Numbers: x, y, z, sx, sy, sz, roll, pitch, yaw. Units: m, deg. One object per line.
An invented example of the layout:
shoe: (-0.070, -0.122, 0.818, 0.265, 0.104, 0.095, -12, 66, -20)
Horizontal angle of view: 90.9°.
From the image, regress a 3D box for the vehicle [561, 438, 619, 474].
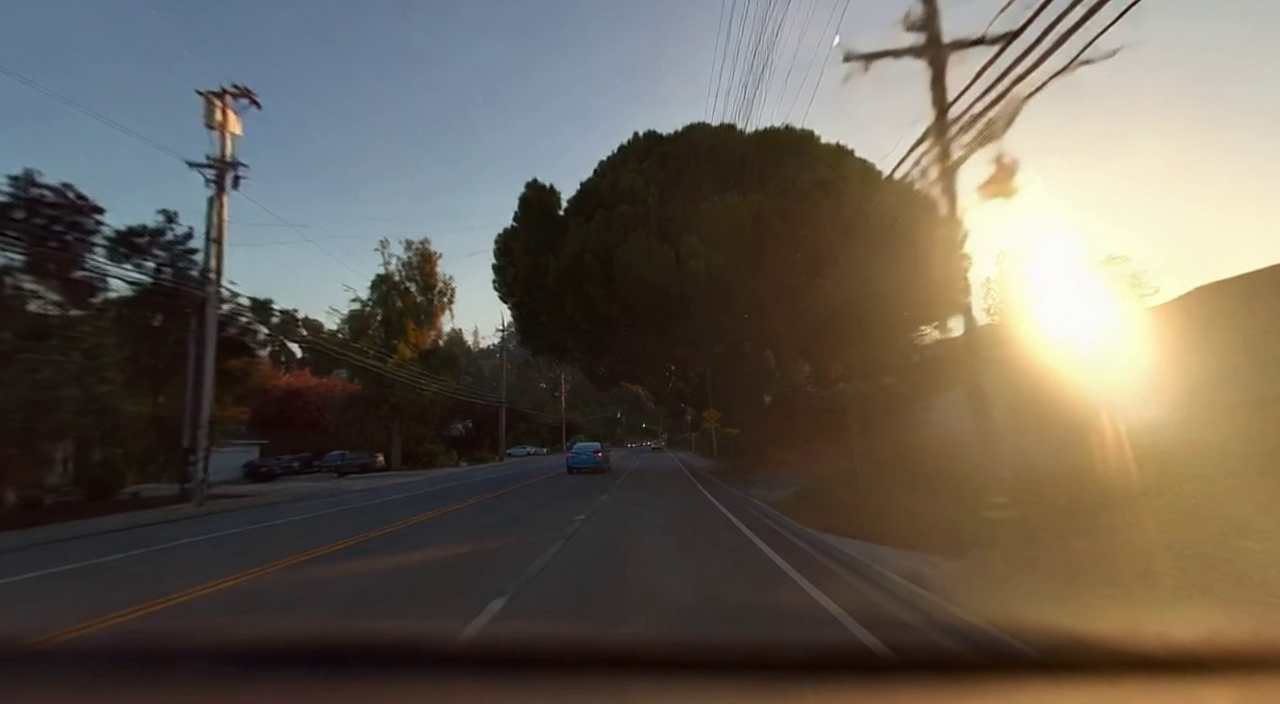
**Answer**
vehicle: (-2.213, 4.784, 29.357, 2.085, 1.512, 5.023, 0, -8, 2)

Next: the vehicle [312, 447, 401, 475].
vehicle: (-19.111, 7.318, 42.599, 4.847, 1.759, 2.382, -1, -9, 7)

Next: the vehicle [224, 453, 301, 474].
vehicle: (-26.951, 7.966, 45.127, 4.223, 1.458, 1.969, 0, -9, 1)
